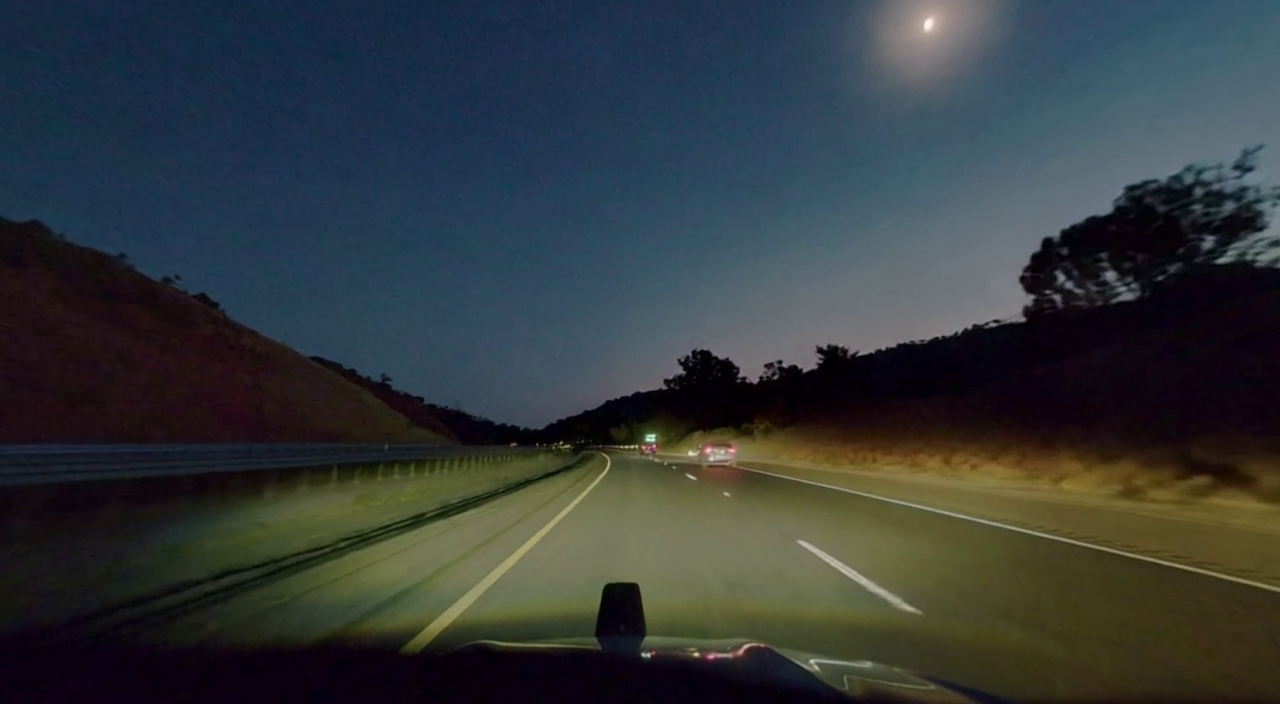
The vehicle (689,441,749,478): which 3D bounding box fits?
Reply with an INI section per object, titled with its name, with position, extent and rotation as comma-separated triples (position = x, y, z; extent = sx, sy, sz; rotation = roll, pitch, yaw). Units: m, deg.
[vehicle]
position = 3.482, 4.799, 28.597
extent = 1.960, 1.516, 4.657
rotation = 0, -8, -2
